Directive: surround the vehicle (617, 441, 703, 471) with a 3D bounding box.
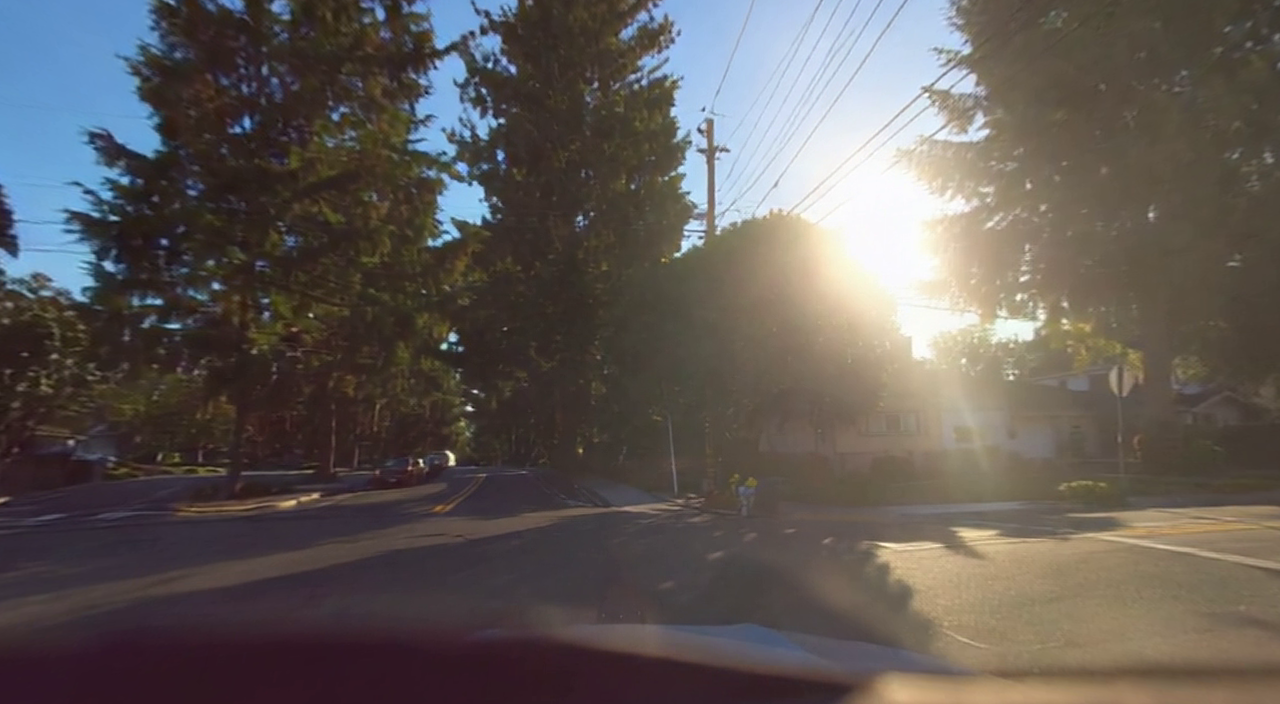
[{"bbox_3d":[1.171,6.174,37.646,4.784,1.647,1.947,2,-9,-14],"label":"vehicle"}]
